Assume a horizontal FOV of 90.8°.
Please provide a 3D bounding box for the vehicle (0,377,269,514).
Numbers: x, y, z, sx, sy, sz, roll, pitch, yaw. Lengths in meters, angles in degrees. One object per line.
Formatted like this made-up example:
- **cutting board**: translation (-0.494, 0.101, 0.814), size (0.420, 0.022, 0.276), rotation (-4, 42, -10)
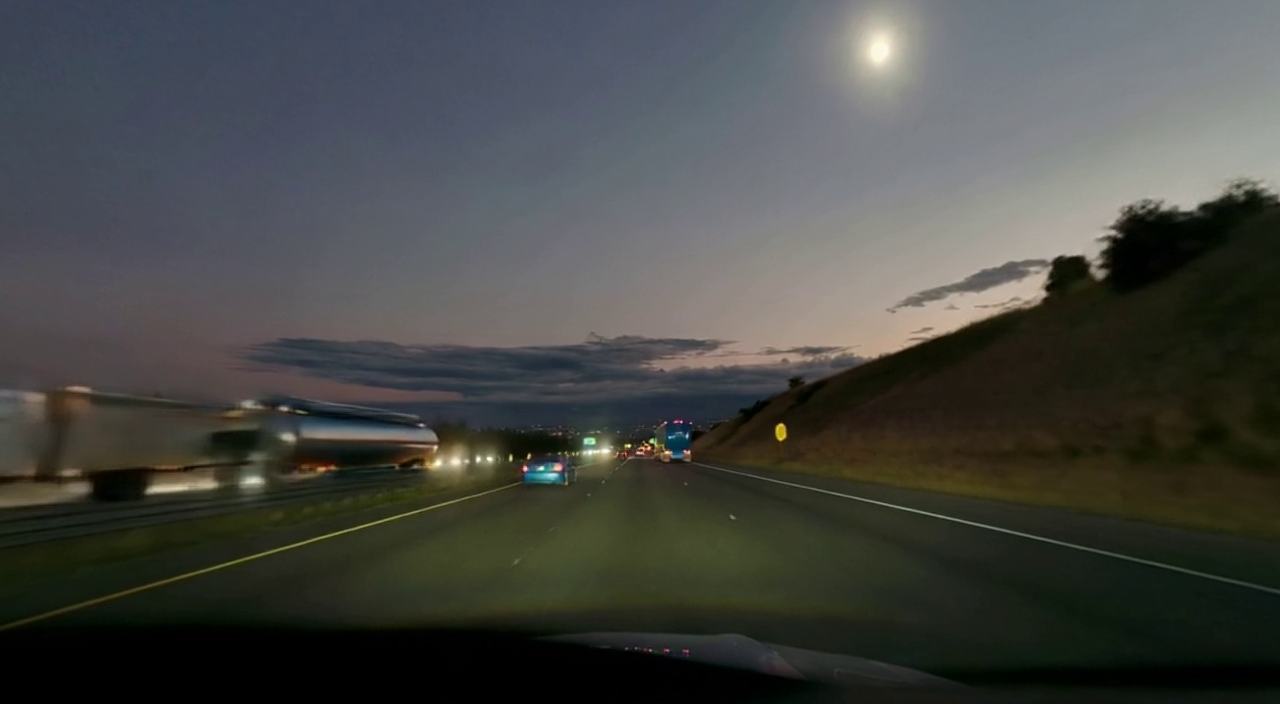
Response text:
- **vehicle**: translation (-19.678, 3.634, 24.232), size (2.862, 3.843, 13.487), rotation (0, -9, -1)

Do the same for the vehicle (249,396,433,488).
- **vehicle**: translation (-15.113, 4.931, 34.193), size (2.910, 3.869, 14.755), rotation (0, -9, -1)

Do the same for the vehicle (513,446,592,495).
- **vehicle**: translation (-2.850, 3.969, 21.503), size (2.013, 1.498, 3.908), rotation (-1, -9, 2)
